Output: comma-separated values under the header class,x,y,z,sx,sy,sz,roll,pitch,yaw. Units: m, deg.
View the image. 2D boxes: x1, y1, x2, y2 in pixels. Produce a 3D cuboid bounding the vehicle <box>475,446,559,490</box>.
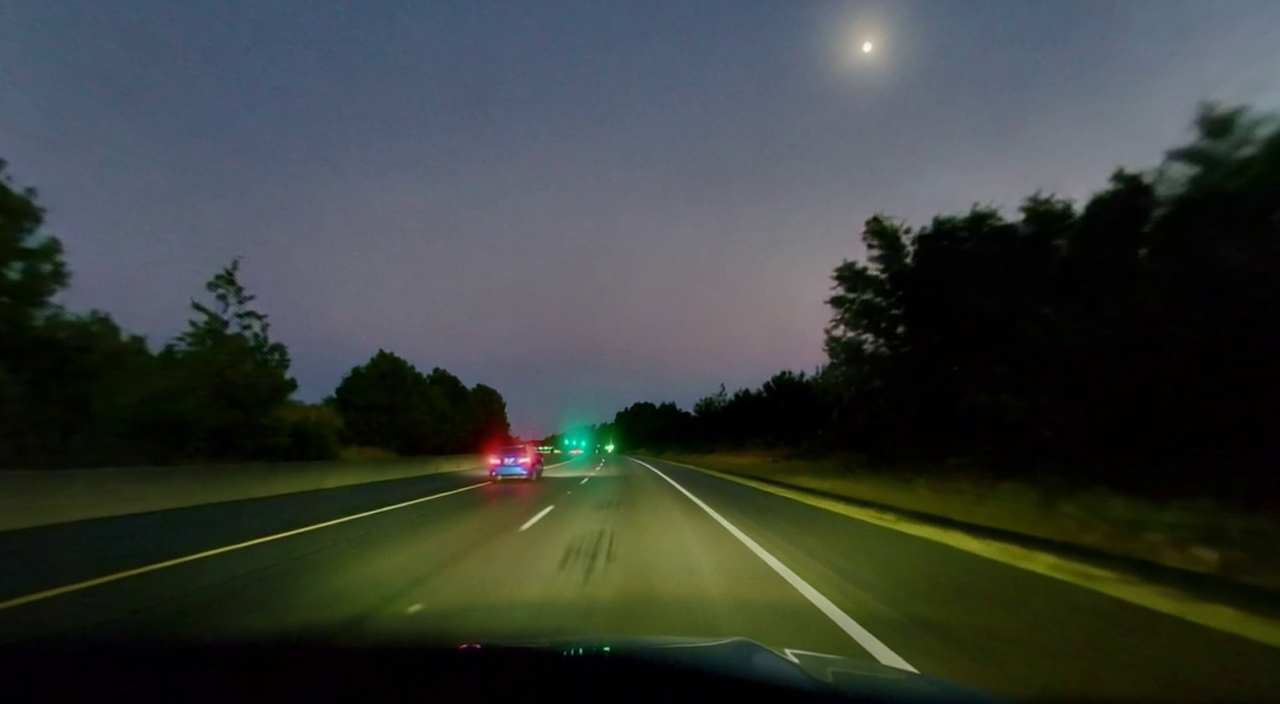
class,x,y,z,sx,sy,sz,roll,pitch,yaw
vehicle,-4.331,4.171,22.966,2.126,1.411,4.433,0,-9,1
